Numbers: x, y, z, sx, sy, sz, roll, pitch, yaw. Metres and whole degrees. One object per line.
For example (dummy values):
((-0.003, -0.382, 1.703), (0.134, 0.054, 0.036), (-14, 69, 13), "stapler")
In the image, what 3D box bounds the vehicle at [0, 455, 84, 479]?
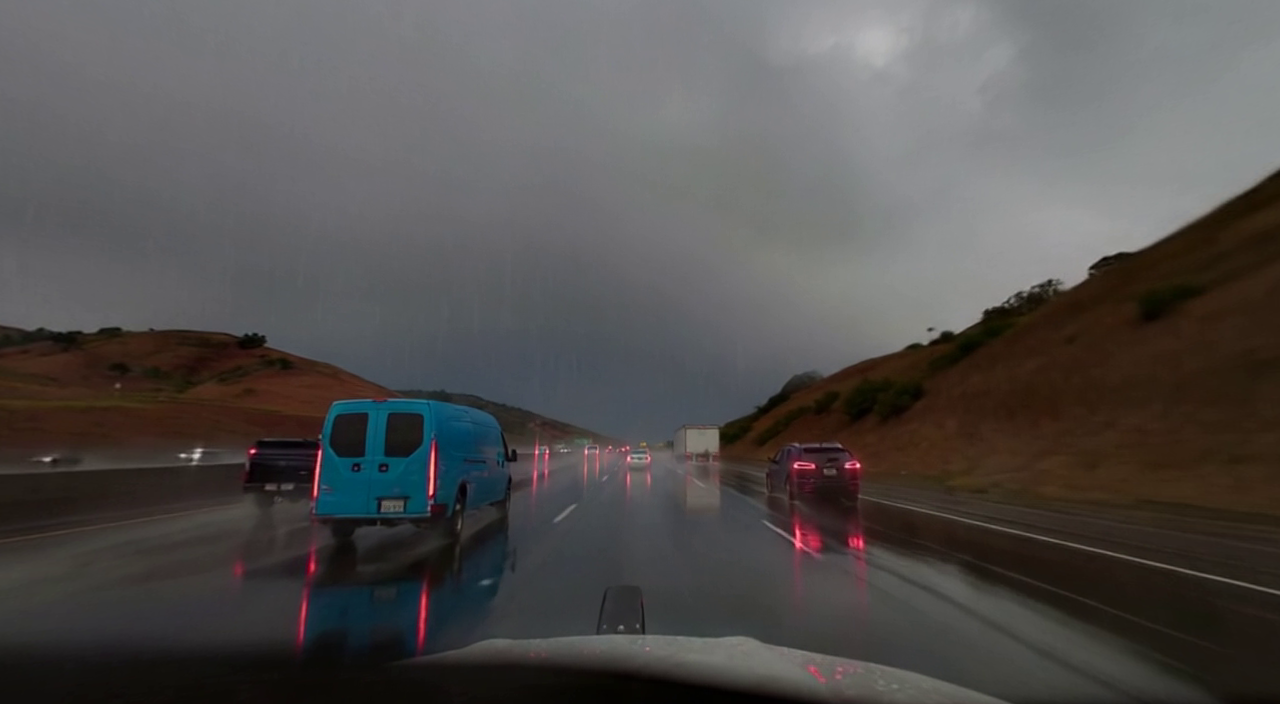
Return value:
((-42.409, 8.119, 44.664), (1.752, 1.502, 4.483), (0, -9, 0), "vehicle")

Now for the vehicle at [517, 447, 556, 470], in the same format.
((-7.338, 7.568, 44.925), (2.021, 1.500, 4.512), (0, -9, 0), "vehicle")

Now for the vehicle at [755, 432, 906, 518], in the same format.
((3.995, 2.658, 14.064), (2.051, 1.598, 4.145), (0, -9, 0), "vehicle")

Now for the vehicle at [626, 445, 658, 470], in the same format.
((0.134, 6.954, 41.715), (2.014, 1.543, 3.804), (0, -9, -1), "vehicle")

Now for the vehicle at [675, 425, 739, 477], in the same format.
((3.783, 5.879, 37.358), (2.877, 2.730, 7.831), (0, -9, -1), "vehicle")

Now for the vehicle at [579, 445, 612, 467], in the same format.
((-3.312, 7.784, 47.199), (2.138, 1.581, 4.340), (0, -9, 0), "vehicle")

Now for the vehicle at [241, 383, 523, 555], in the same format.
((-3.852, 1.942, 11.045), (2.421, 2.203, 5.775), (0, -9, 1), "vehicle")
